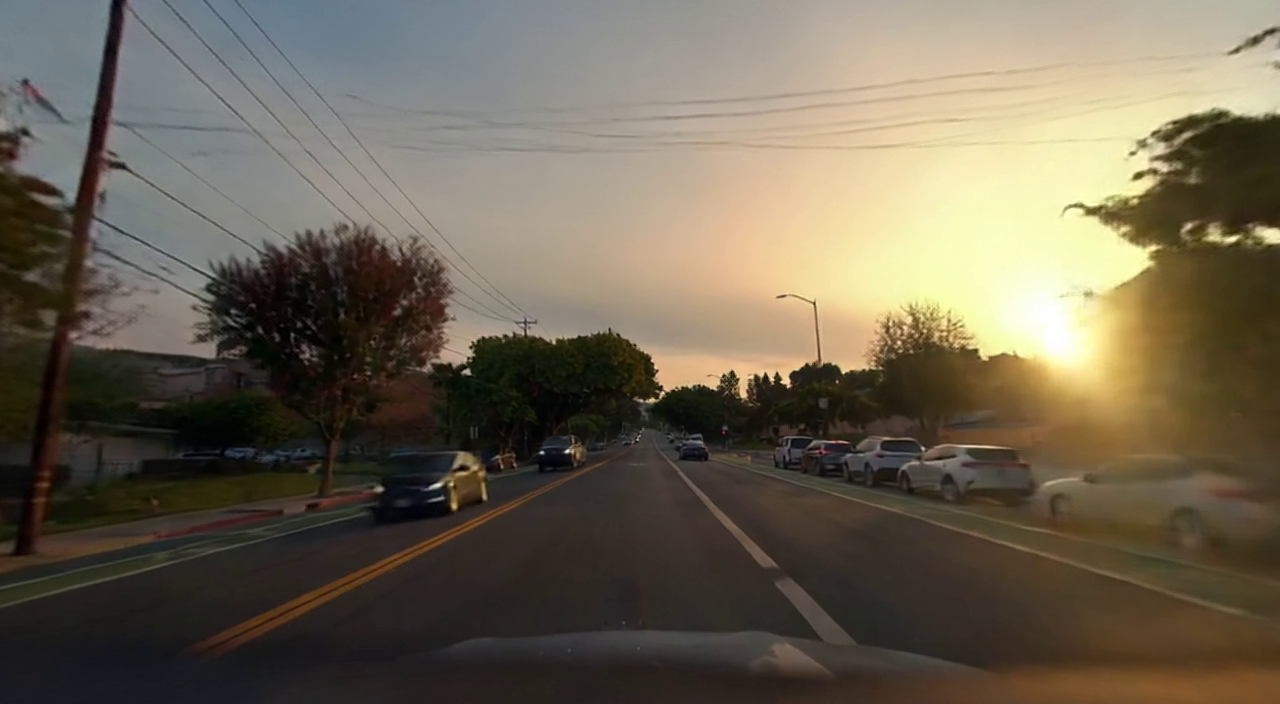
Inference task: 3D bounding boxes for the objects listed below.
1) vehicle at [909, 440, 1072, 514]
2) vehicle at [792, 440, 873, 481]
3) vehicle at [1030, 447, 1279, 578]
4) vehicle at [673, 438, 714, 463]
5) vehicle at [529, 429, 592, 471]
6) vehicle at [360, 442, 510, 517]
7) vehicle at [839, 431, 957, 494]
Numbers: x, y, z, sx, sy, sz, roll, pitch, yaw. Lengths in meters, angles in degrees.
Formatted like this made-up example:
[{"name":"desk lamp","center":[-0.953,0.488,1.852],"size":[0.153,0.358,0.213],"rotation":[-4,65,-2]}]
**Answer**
[{"name":"vehicle","center":[8.037,2.863,14.916],"size":[1.836,1.500,3.630],"rotation":[0,-8,2]},{"name":"vehicle","center":[7.727,4.378,25.823],"size":[1.862,1.492,4.571],"rotation":[0,-8,0]},{"name":"vehicle","center":[7.929,2.116,9.203],"size":[1.787,1.402,4.271],"rotation":[-1,-8,1]},{"name":"vehicle","center":[3.411,6.352,40.762],"size":[2.059,1.489,4.629],"rotation":[0,-8,-2]},{"name":"vehicle","center":[-4.181,5.294,34.339],"size":[2.435,2.069,5.772],"rotation":[-1,-8,2]},{"name":"vehicle","center":[-4.521,2.845,14.670],"size":[1.989,1.474,4.112],"rotation":[-1,-8,2]},{"name":"vehicle","center":[8.021,3.472,20.143],"size":[1.879,1.765,4.339],"rotation":[0,-8,0]}]
